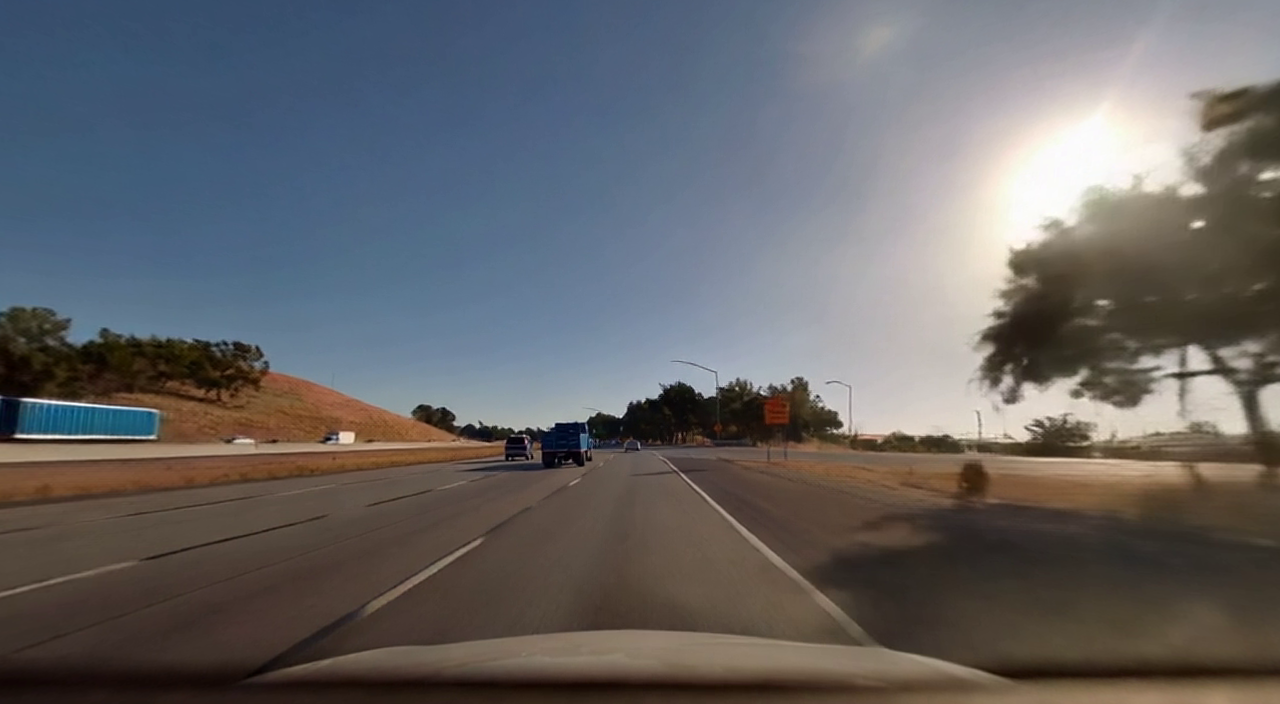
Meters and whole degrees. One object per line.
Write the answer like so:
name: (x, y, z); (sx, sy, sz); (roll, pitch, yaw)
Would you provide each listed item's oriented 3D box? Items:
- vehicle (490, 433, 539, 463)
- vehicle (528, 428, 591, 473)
vehicle: (-7.761, 6.009, 39.296); (2.078, 1.729, 4.722); (0, -8, 0)
vehicle: (-3.386, 4.248, 27.211); (2.194, 1.766, 3.720); (0, -8, 0)
